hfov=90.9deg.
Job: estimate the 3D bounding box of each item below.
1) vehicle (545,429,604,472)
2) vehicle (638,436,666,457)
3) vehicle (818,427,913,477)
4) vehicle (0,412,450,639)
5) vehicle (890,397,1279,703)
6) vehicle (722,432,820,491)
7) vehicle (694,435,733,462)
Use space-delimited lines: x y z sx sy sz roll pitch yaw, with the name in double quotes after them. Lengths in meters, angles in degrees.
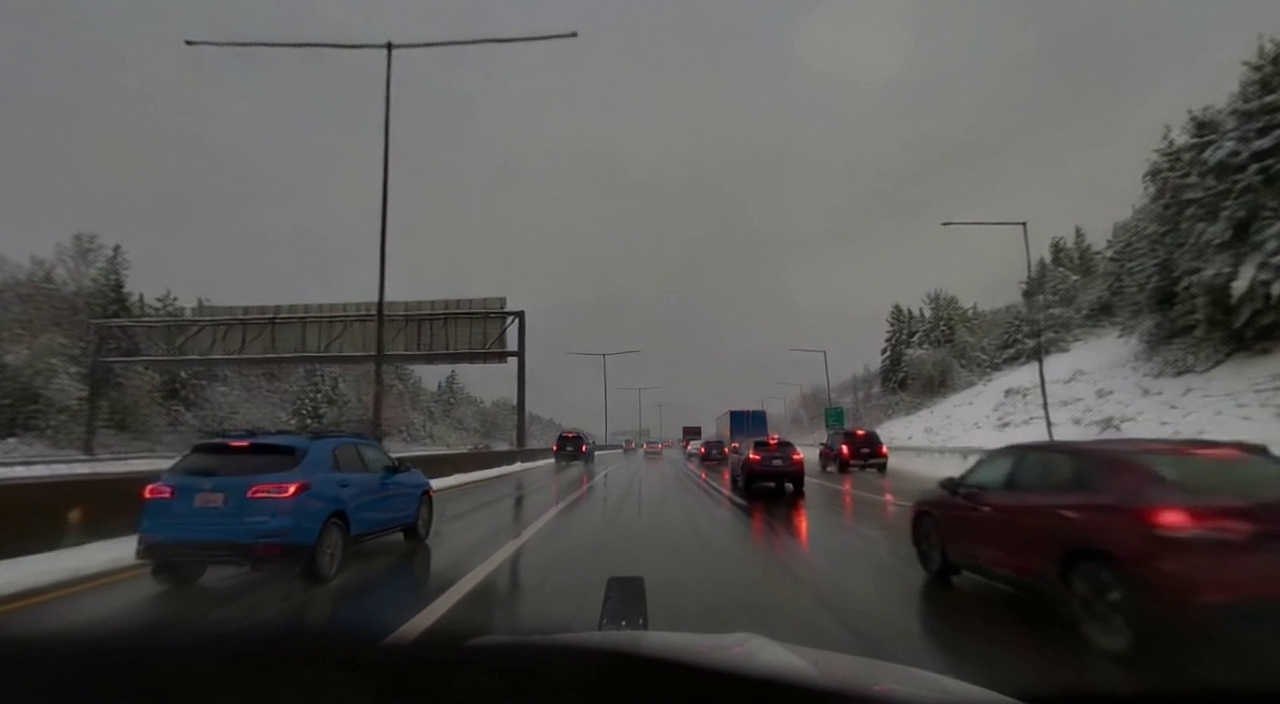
-2.816 4.345 28.089 2.006 1.741 4.277 -1 -8 2 "vehicle"
0.896 7.128 47.641 2.040 1.461 3.984 0 -8 1 "vehicle"
8.531 3.824 24.326 1.987 1.726 4.515 0 -8 0 "vehicle"
-3.605 1.469 6.426 1.914 1.476 4.416 0 -8 1 "vehicle"
3.820 1.219 4.658 1.999 1.482 4.743 0 -8 0 "vehicle"
3.649 3.120 18.324 1.933 1.492 4.125 0 -8 0 "vehicle"
4.466 5.943 38.932 1.933 1.503 4.520 0 -8 0 "vehicle"
